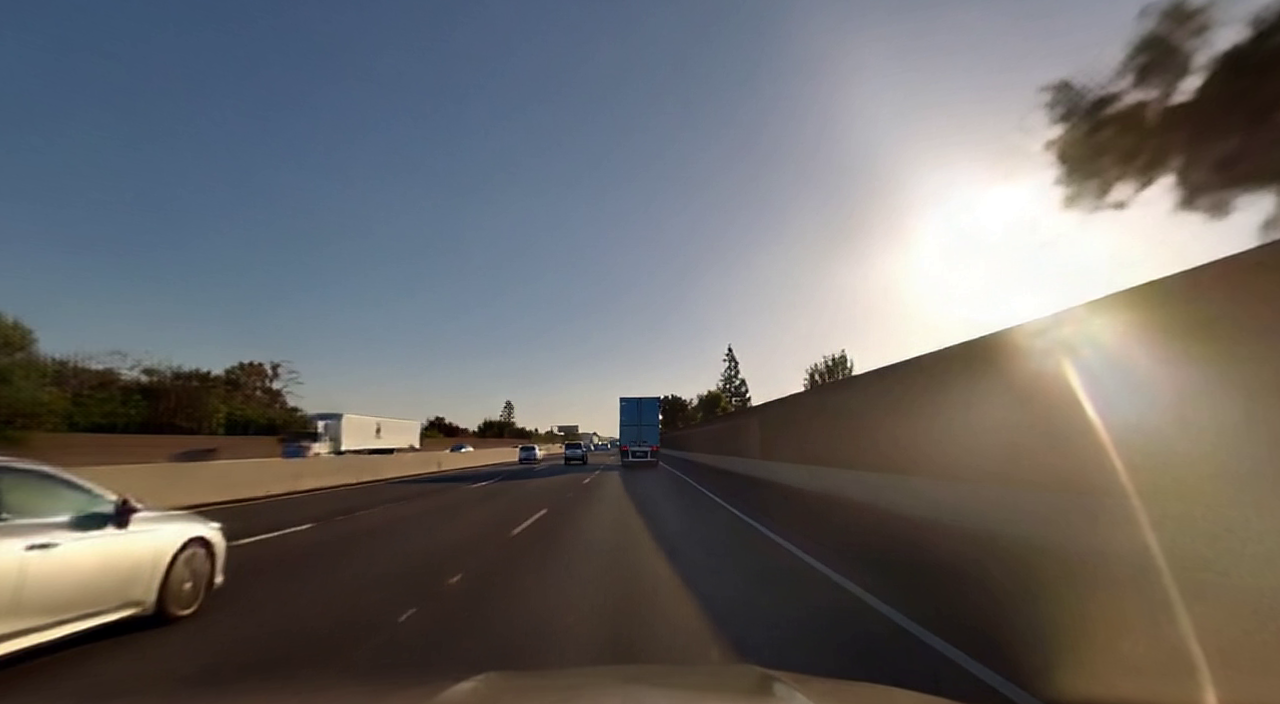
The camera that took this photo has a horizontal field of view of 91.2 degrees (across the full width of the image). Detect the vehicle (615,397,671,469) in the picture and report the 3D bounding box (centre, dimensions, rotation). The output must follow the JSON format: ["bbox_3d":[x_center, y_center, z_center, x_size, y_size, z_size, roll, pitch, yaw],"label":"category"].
[{"bbox_3d":[0.124,5.436,41.141,3.123,4.094,10.812,0,-9,0],"label":"vehicle"}]

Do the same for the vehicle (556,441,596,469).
[{"bbox_3d":[-3.810,6.213,38.075,2.006,1.572,4.082,0,-9,0],"label":"vehicle"}]

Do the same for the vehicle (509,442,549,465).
[{"bbox_3d":[-7.820,7.183,44.552,1.968,1.507,4.673,-1,-9,0],"label":"vehicle"}]

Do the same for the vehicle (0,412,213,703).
[{"bbox_3d":[-4.264,1.019,2.881,1.895,1.500,3.808,0,-9,0],"label":"vehicle"}]
